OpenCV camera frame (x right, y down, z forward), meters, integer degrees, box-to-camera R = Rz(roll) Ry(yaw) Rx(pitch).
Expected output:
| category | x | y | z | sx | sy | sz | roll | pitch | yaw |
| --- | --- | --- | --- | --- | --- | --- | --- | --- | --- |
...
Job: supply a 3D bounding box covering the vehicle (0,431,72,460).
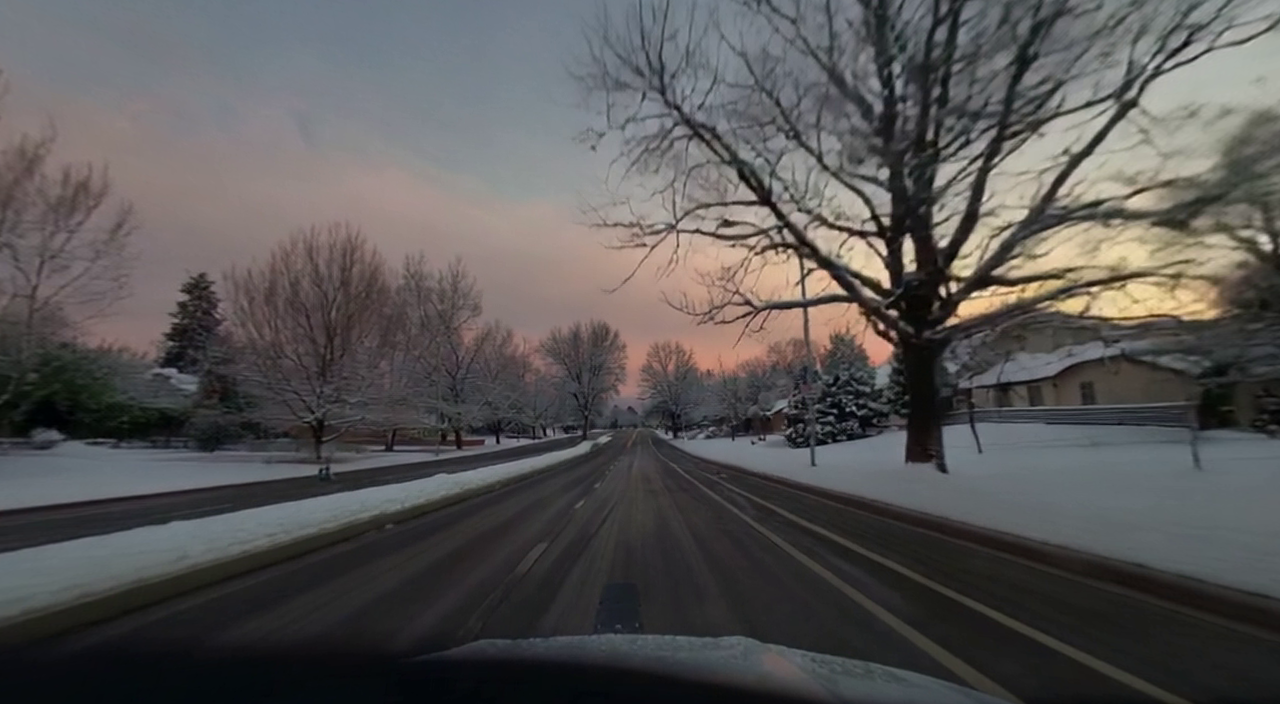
| category | x | y | z | sx | sy | sz | roll | pitch | yaw |
| --- | --- | --- | --- | --- | --- | --- | --- | --- | --- |
| vehicle | -34.775 | 5.208 | 35.290 | 1.831 | 1.567 | 4.342 | -2 | -7 | 6 |
